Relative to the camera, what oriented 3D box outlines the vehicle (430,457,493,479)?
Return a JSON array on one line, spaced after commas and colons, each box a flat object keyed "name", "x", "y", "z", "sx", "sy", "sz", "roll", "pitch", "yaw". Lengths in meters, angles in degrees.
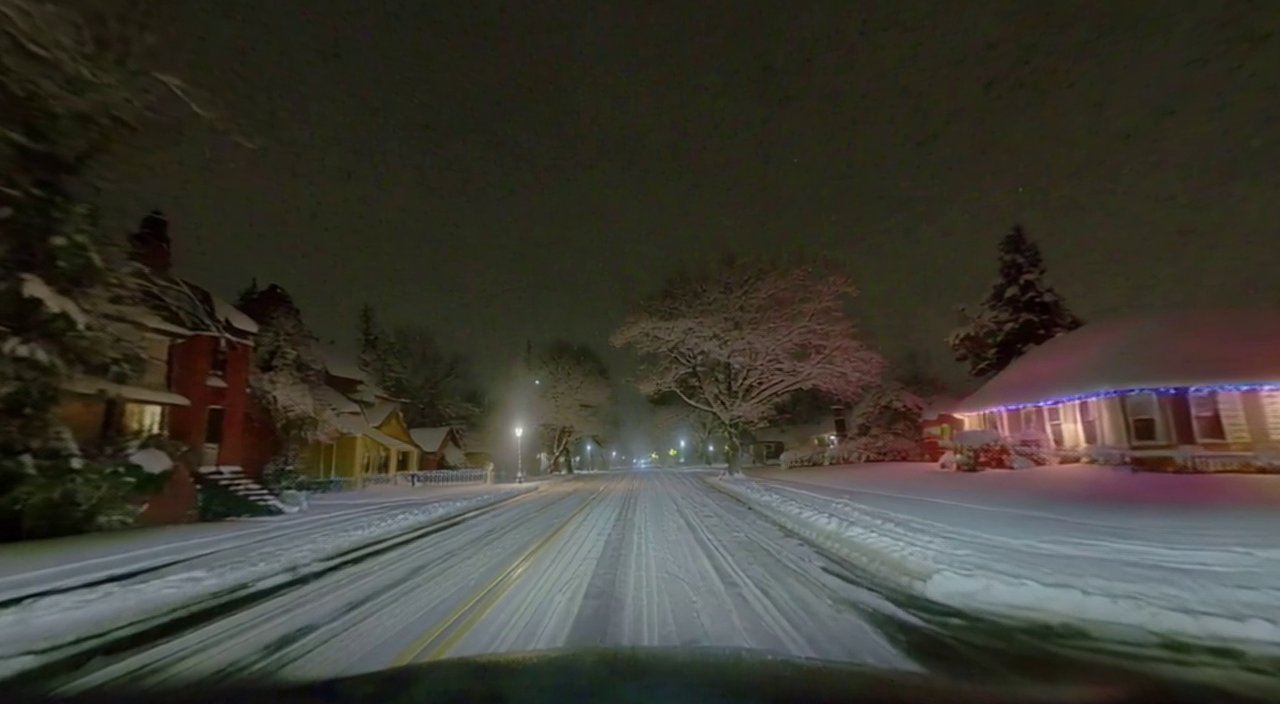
[{"name": "vehicle", "x": -13.970, "y": 9.124, "z": 49.543, "sx": 4.402, "sy": 1.607, "sz": 1.923, "roll": 1, "pitch": -8, "yaw": -3}]
